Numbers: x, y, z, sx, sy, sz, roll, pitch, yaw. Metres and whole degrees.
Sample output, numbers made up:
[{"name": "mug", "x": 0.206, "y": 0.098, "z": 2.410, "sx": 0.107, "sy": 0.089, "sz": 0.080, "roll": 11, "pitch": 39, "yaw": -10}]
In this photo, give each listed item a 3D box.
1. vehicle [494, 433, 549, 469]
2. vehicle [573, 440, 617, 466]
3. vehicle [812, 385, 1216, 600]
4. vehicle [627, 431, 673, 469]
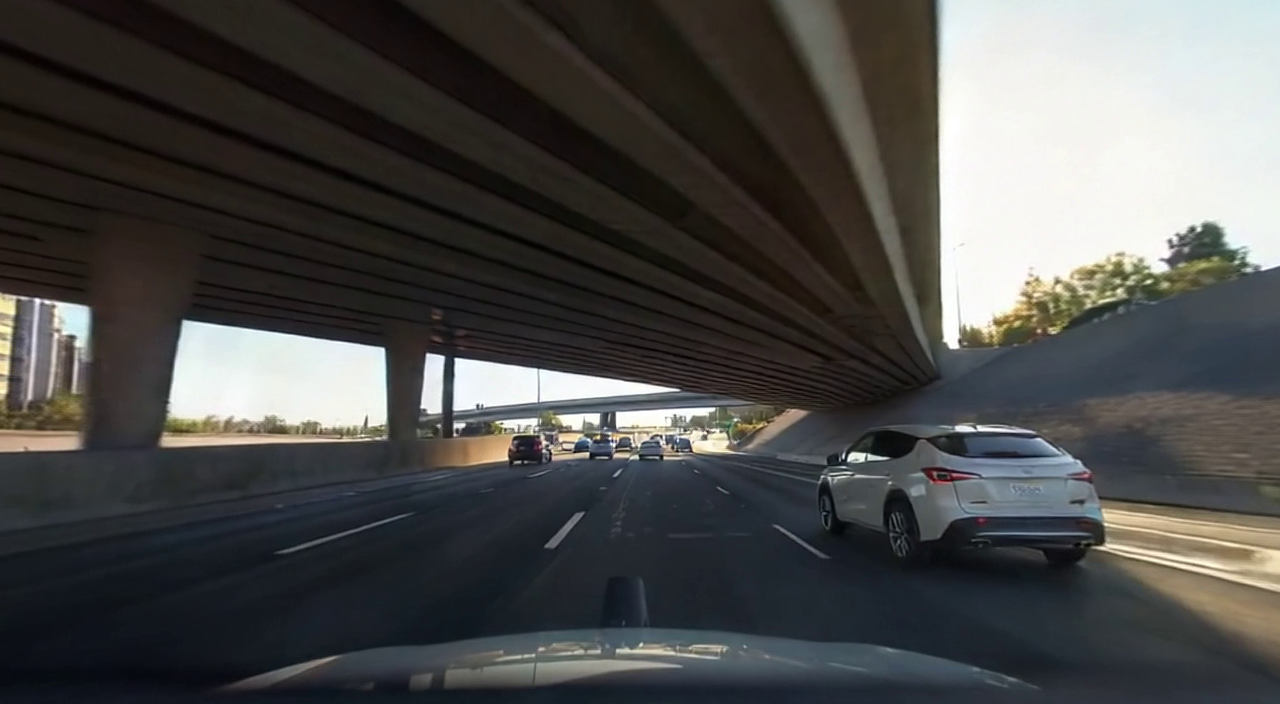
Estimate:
[{"name": "vehicle", "x": -5.931, "y": 4.987, "z": 31.969, "sx": 1.946, "sy": 1.688, "sz": 4.019, "roll": 0, "pitch": -8, "yaw": 1}, {"name": "vehicle", "x": -2.518, "y": 5.789, "z": 36.284, "sx": 2.205, "sy": 1.406, "sz": 4.286, "roll": 0, "pitch": -8, "yaw": 0}, {"name": "vehicle", "x": 3.844, "y": 1.539, "z": 7.779, "sx": 2.083, "sy": 1.823, "sz": 4.627, "roll": 0, "pitch": -8, "yaw": 0}, {"name": "vehicle", "x": 0.537, "y": 4.871, "z": 31.332, "sx": 2.133, "sy": 1.739, "sz": 3.925, "roll": 0, "pitch": -8, "yaw": 2}]
